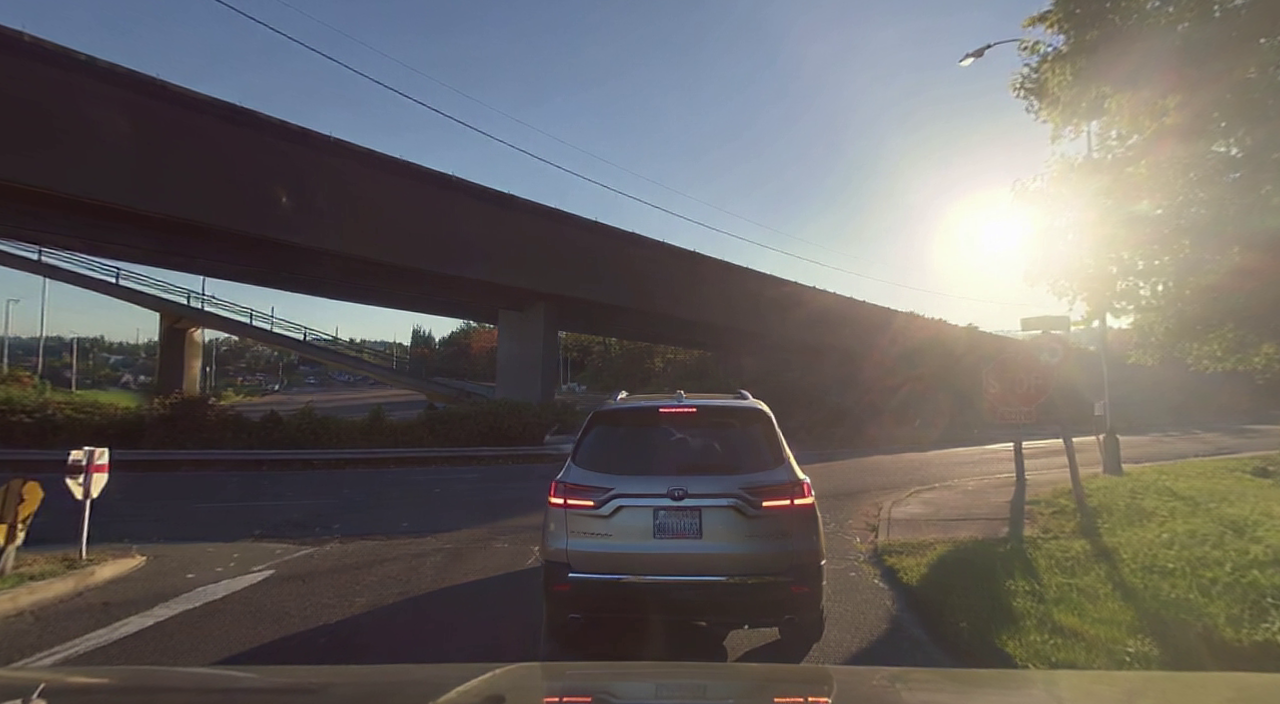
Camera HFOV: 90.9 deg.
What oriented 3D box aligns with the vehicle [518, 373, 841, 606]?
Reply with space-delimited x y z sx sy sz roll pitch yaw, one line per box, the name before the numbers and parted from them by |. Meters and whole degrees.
vehicle | 0.313 1.391 7.136 2.494 1.804 4.336 0 -9 0
